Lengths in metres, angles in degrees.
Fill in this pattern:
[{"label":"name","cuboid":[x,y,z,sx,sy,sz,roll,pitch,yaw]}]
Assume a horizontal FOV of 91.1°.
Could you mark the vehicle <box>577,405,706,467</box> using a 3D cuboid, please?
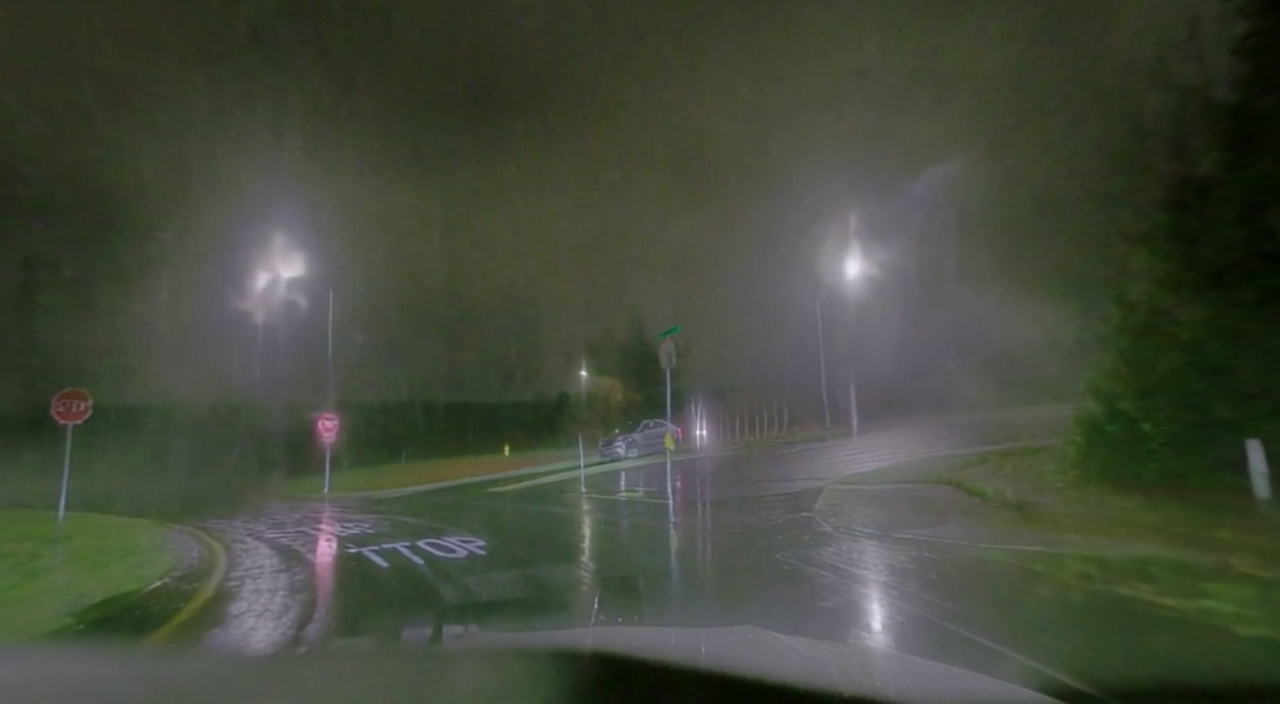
[{"label":"vehicle","cuboid":[0.134,3.039,22.902,4.403,1.574,1.914,-4,-5,-42]}]
